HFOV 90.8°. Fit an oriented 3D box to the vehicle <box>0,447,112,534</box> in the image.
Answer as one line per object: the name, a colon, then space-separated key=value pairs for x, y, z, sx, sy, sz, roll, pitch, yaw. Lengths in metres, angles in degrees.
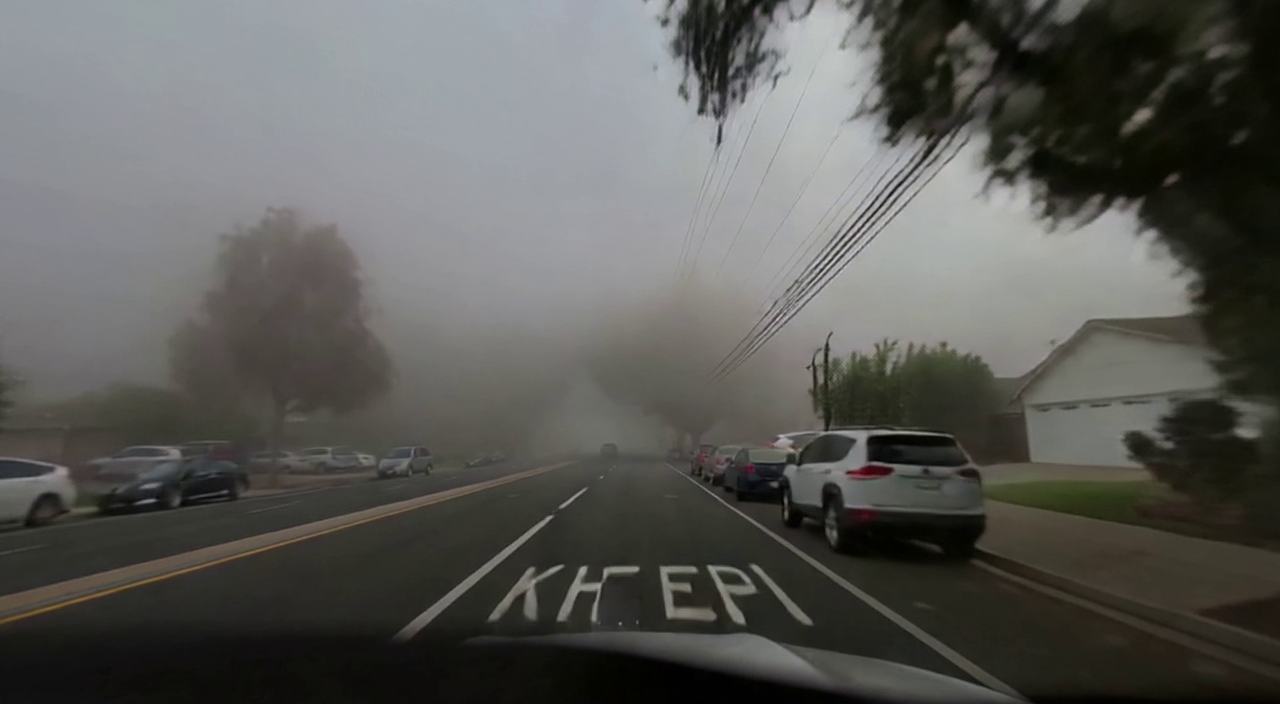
vehicle: x=-13.932 y=2.831 z=12.890 sx=1.913 sy=1.745 sz=4.992 roll=0 pitch=-9 yaw=1

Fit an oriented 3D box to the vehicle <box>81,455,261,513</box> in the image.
vehicle: x=-13.885 y=3.898 z=19.157 sx=1.887 sy=1.490 sz=4.656 roll=0 pitch=-9 yaw=0

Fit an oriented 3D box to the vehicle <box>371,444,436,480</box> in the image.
vehicle: x=-13.727 y=6.349 z=36.982 sx=2.137 sy=1.852 sz=4.541 roll=-2 pitch=-8 yaw=0

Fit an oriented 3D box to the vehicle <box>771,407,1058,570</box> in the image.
vehicle: x=3.445 y=1.829 z=9.156 sx=2.045 sy=1.746 sz=4.564 roll=0 pitch=-9 yaw=0
